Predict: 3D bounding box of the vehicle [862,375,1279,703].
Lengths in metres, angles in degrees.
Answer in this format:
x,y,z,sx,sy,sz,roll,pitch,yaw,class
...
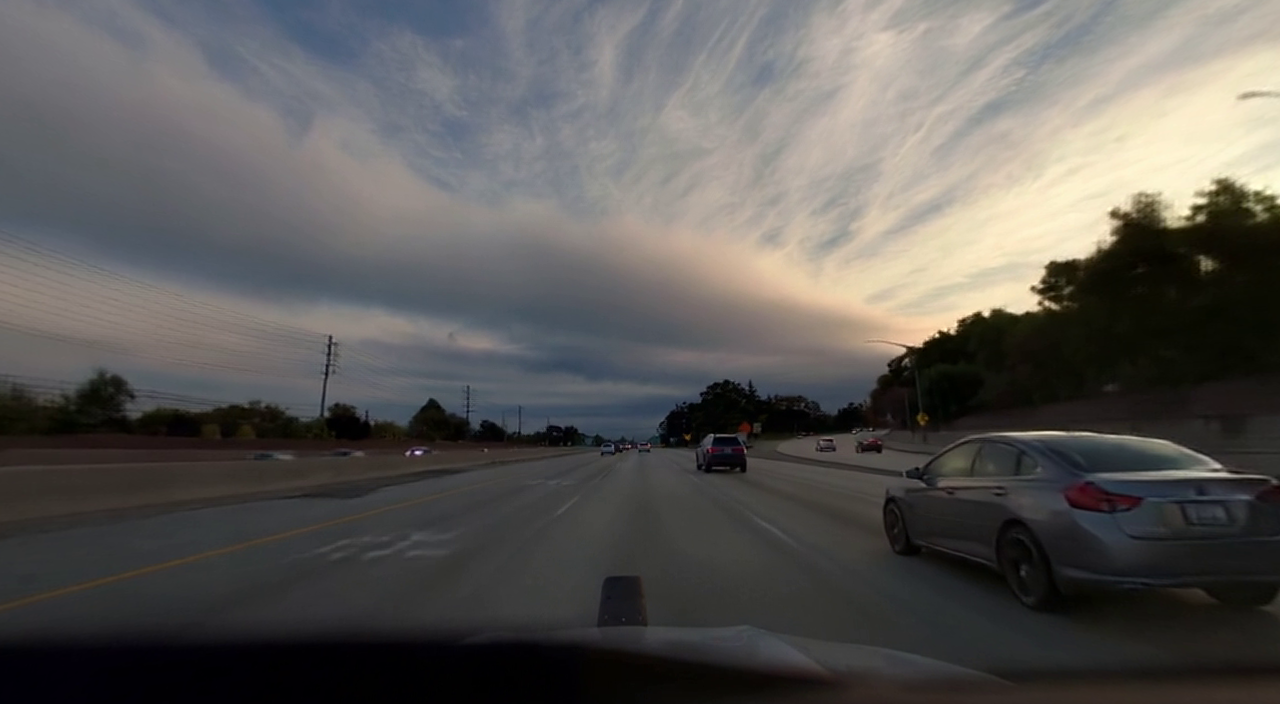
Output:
x,y,z,sx,sy,sz,roll,pitch,yaw,class
3.815,1.255,5.469,2.146,1.639,4.475,0,-8,0,vehicle

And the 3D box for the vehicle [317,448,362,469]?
x,y,z,sx,sy,sz,roll,pitch,yaw,class
-22.251,7.887,46.851,1.588,1.423,3.497,0,-8,0,vehicle

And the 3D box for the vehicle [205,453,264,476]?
x,y,z,sx,sy,sz,roll,pitch,yaw,class
-26.227,7.247,40.930,1.512,1.348,3.317,0,-8,3,vehicle

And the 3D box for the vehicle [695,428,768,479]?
x,y,z,sx,sy,sz,roll,pitch,yaw,class
3.924,4.468,28.163,2.442,2.022,5.466,0,-8,0,vehicle
